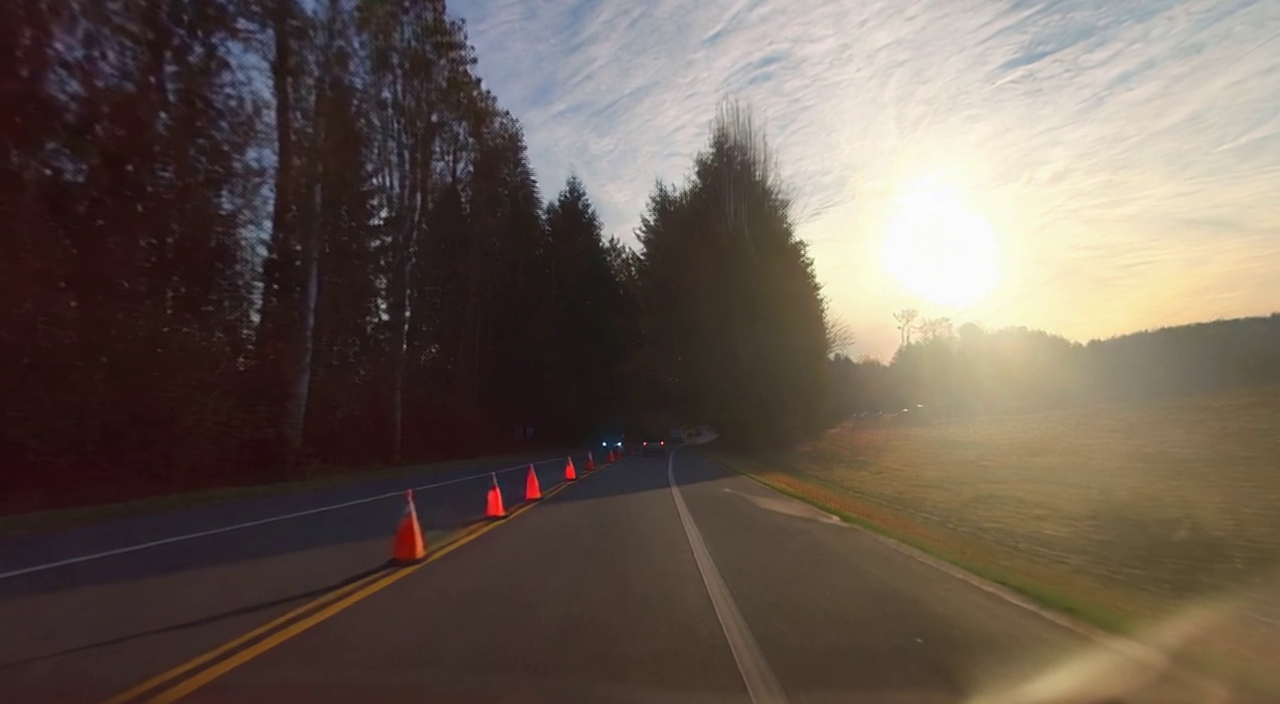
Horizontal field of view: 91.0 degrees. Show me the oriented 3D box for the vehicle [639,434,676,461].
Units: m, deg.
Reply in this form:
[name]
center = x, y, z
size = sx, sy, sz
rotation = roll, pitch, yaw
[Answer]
[vehicle]
center = 1.089, 5.592, 37.066
size = 2.042, 1.489, 3.963
rotation = 0, -8, 3
